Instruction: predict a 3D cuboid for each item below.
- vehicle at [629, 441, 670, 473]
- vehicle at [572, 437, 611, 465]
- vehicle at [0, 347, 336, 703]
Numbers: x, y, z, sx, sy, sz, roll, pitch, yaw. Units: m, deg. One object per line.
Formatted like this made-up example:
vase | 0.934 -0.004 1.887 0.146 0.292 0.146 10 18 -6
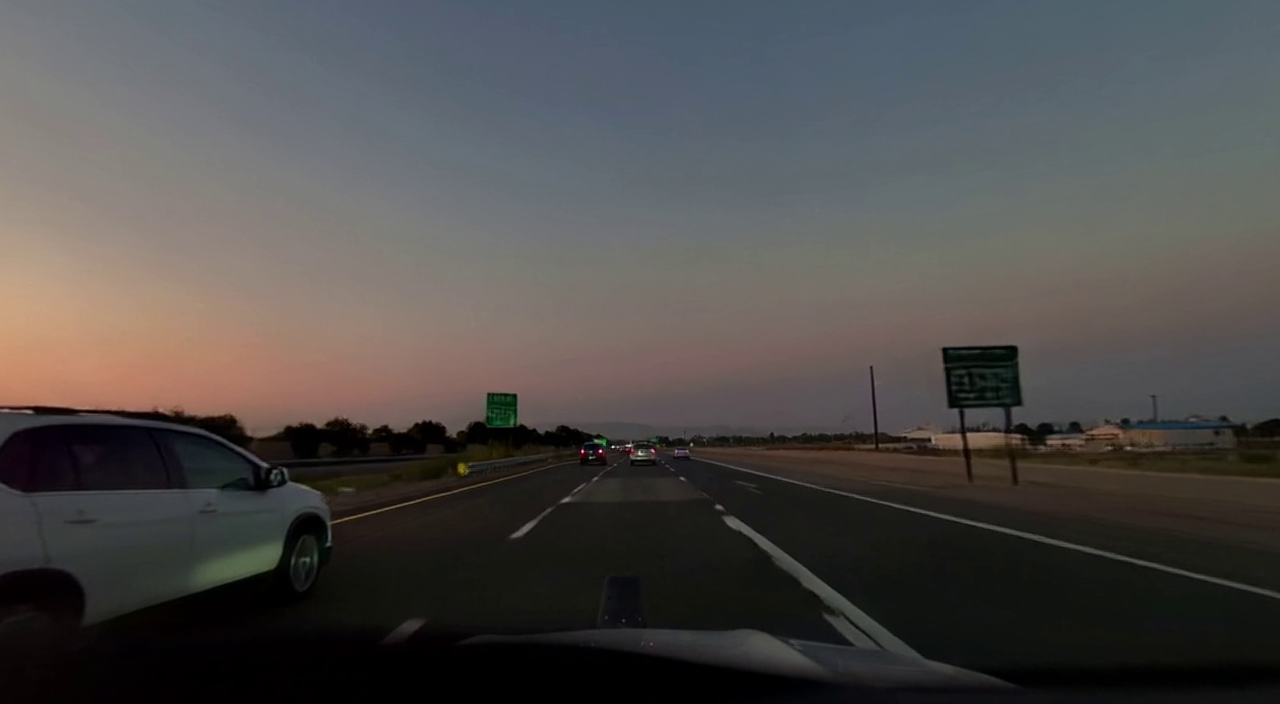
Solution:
vehicle | 0.464 5.450 33.054 2.000 1.558 3.945 0 -8 0
vehicle | -3.545 7.364 47.186 2.403 1.946 5.623 0 -8 1
vehicle | -3.956 0.966 3.431 2.239 1.761 4.620 0 -8 1
